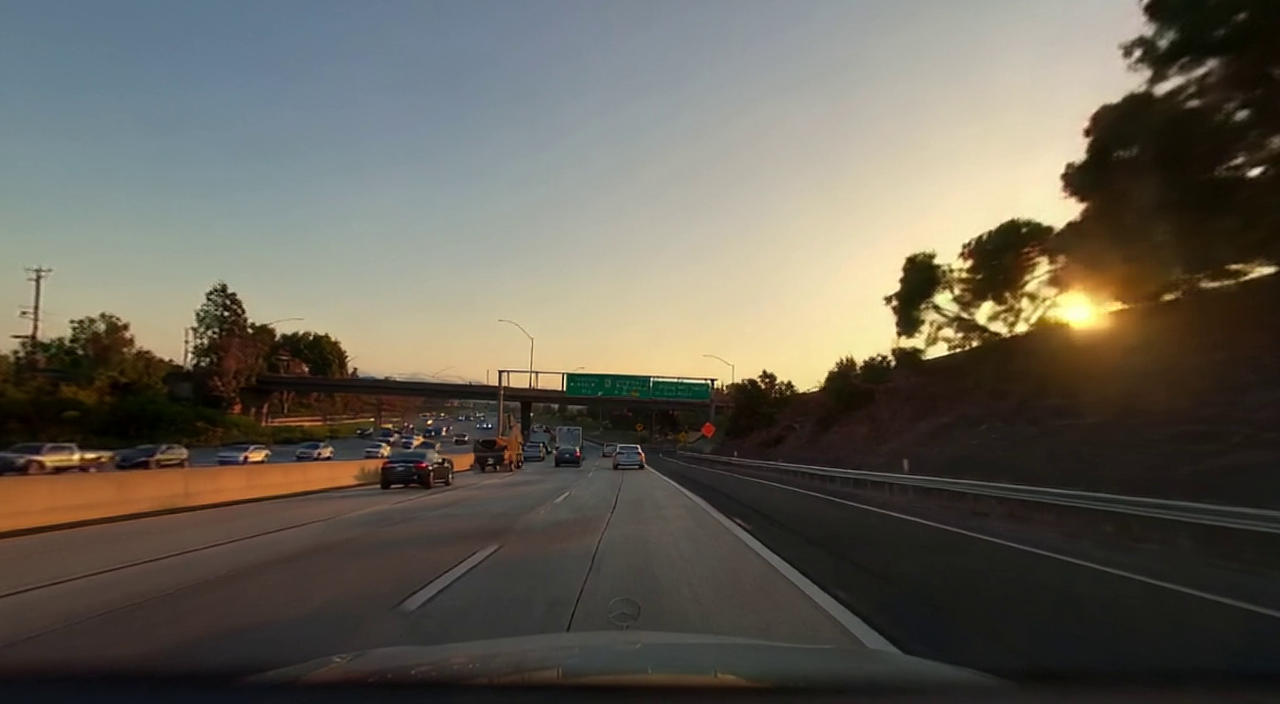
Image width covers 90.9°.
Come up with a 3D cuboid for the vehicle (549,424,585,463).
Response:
[{"bbox_3d":[-5.365,6.831,46.995,2.279,2.672,5.256,0,-8,-2],"label":"vehicle"}]

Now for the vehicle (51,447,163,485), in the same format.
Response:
[{"bbox_3d":[-23.501,5.005,28.000,1.801,1.504,3.654,0,-8,-2],"label":"vehicle"}]

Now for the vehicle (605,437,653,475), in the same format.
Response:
[{"bbox_3d":[-0.560,4.863,29.680,2.092,1.671,3.772,0,-8,-2],"label":"vehicle"}]

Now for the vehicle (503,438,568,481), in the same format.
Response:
[{"bbox_3d":[-4.201,4.377,26.015,2.005,1.631,4.295,0,-8,-1],"label":"vehicle"}]

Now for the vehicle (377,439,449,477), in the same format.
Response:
[{"bbox_3d":[-11.847,5.527,33.332,2.079,1.807,5.187,0,-8,-2],"label":"vehicle"}]

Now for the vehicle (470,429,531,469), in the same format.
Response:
[{"bbox_3d":[-8.893,6.277,41.005,2.773,2.402,6.232,0,-8,-3],"label":"vehicle"}]

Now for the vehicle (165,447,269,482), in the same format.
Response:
[{"bbox_3d":[-20.047,5.326,30.203,1.951,1.471,4.676,0,-8,-3],"label":"vehicle"}]

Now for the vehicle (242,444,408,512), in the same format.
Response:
[{"bbox_3d":[-7.707,3.080,16.008,1.896,1.465,4.399,0,-8,1],"label":"vehicle"}]
